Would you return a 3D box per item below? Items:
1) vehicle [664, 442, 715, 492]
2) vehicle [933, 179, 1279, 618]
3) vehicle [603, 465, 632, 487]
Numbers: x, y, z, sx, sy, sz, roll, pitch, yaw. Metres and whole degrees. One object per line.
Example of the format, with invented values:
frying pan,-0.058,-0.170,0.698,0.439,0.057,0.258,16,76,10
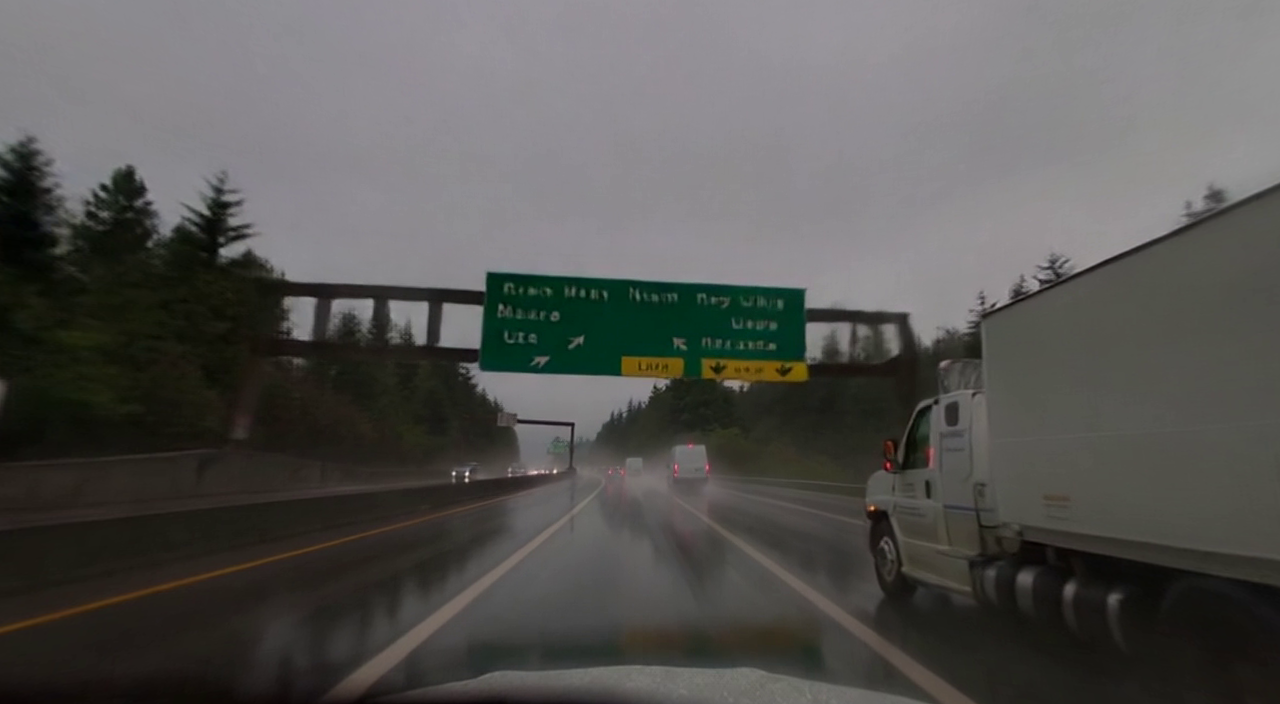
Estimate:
vehicle,2.790,6.675,36.478,2.291,2.639,5.280,1,-10,-3
vehicle,7.524,0.355,5.451,2.866,4.102,14.351,1,-10,-1
vehicle,-1.771,9.607,48.845,2.106,1.524,4.381,1,-10,-2
